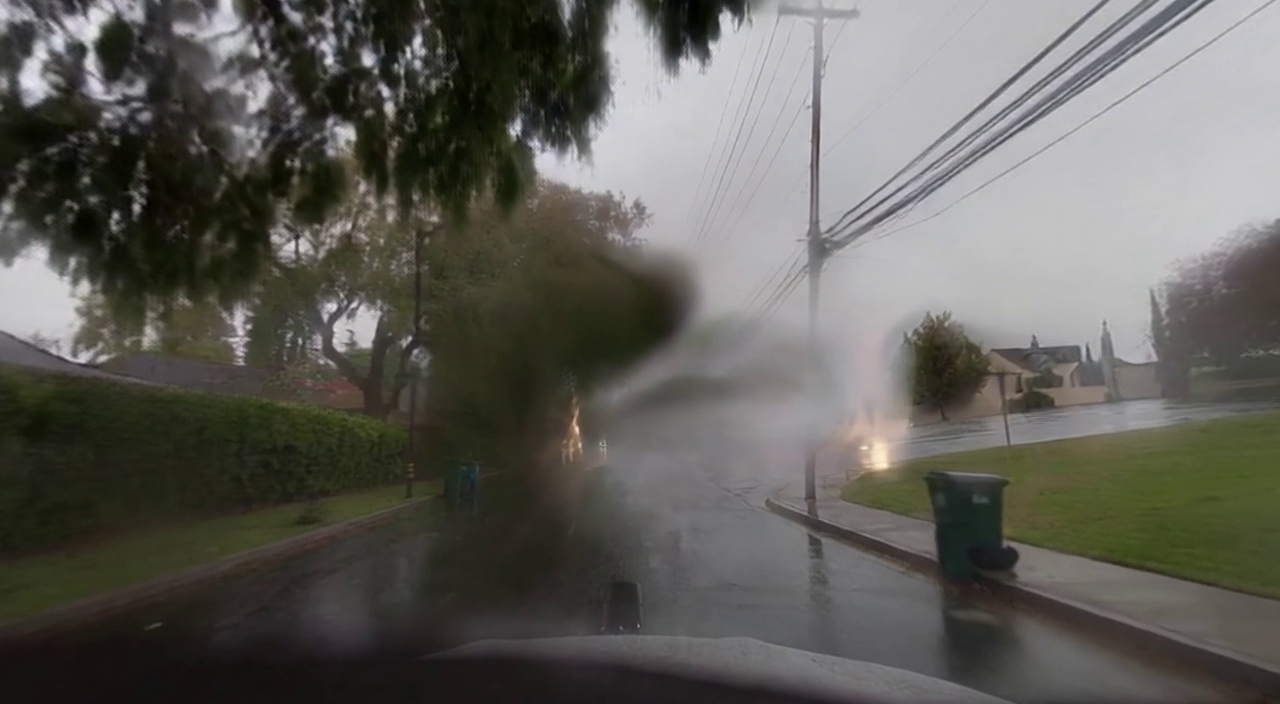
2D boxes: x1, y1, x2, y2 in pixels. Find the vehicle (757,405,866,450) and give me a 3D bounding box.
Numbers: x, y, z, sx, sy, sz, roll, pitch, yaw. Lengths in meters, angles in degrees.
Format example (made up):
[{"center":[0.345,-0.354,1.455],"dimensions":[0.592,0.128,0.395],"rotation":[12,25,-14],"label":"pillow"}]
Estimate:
[{"center":[8.111,3.634,29.858],"dimensions":[4.780,1.984,1.896],"rotation":[4,-9,-23],"label":"vehicle"}]
